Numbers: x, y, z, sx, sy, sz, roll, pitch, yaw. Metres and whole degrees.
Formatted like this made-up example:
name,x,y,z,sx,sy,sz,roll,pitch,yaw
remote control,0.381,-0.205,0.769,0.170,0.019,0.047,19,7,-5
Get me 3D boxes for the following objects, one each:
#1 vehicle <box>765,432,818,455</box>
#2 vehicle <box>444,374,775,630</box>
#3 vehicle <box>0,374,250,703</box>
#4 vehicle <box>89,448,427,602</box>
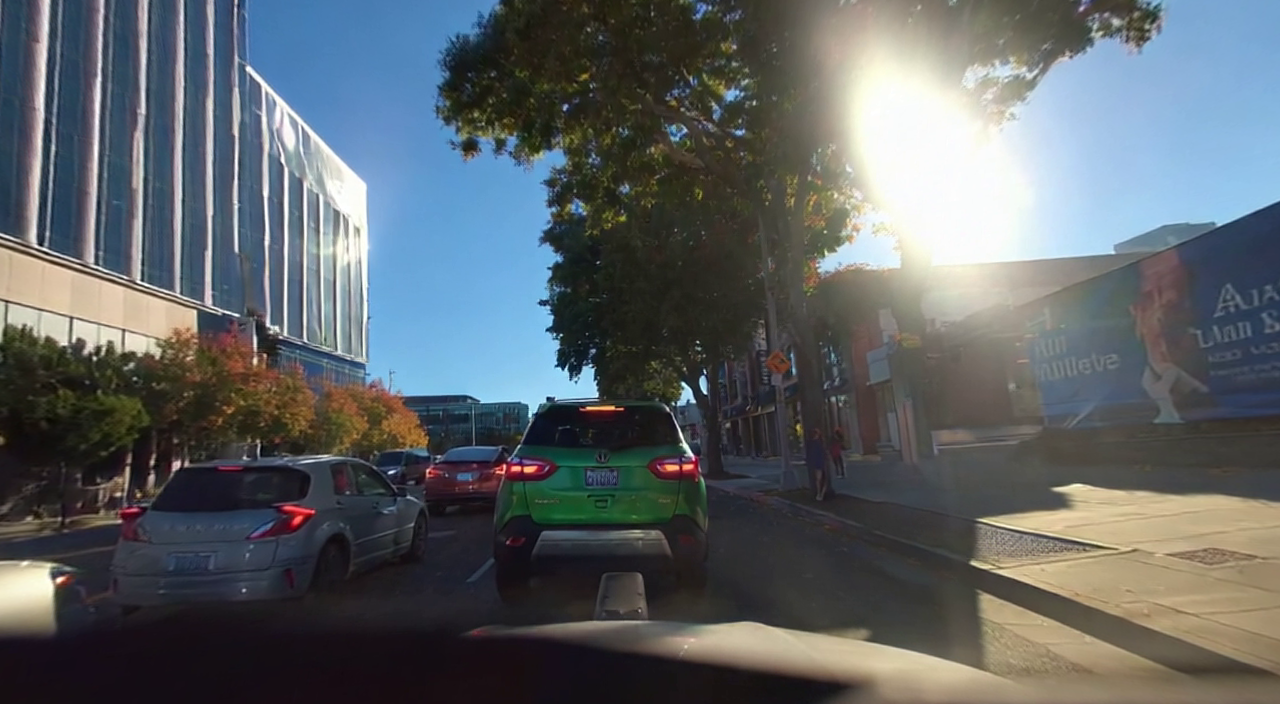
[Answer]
name,x,y,z,sx,sy,sz,roll,pitch,yaw
vehicle,10.252,6.187,42.682,1.877,1.416,3.965,-9,-12,38
vehicle,-0.372,1.457,7.132,2.531,1.930,4.382,0,-9,-4
vehicle,-3.186,0.798,1.338,1.971,1.658,4.428,0,-8,-2
vehicle,-4.517,2.042,8.503,1.876,1.448,4.464,0,-8,-2
